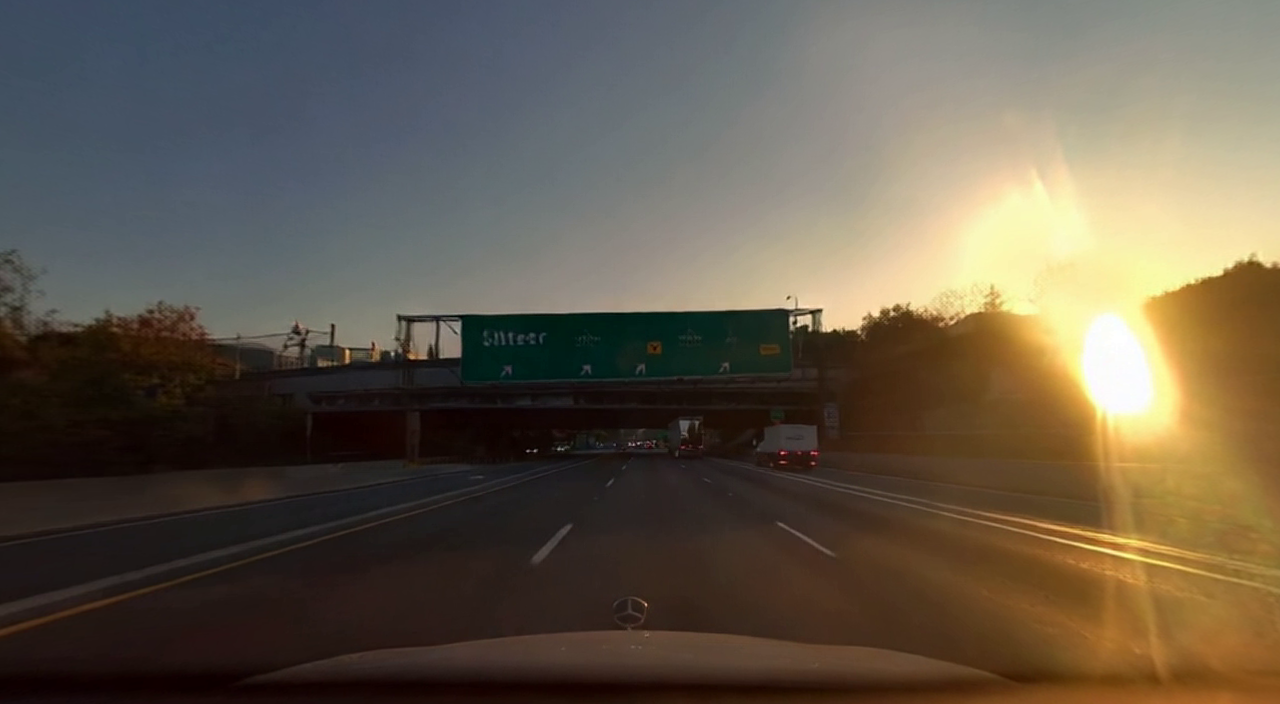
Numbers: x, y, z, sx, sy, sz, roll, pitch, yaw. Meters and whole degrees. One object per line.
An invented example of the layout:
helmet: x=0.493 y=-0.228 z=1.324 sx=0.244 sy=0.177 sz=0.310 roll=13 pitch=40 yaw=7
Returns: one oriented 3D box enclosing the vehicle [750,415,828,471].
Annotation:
vehicle: x=7.963 y=4.994 z=34.538 sx=2.474 sy=2.730 sz=7.349 roll=0 pitch=-8 yaw=0
